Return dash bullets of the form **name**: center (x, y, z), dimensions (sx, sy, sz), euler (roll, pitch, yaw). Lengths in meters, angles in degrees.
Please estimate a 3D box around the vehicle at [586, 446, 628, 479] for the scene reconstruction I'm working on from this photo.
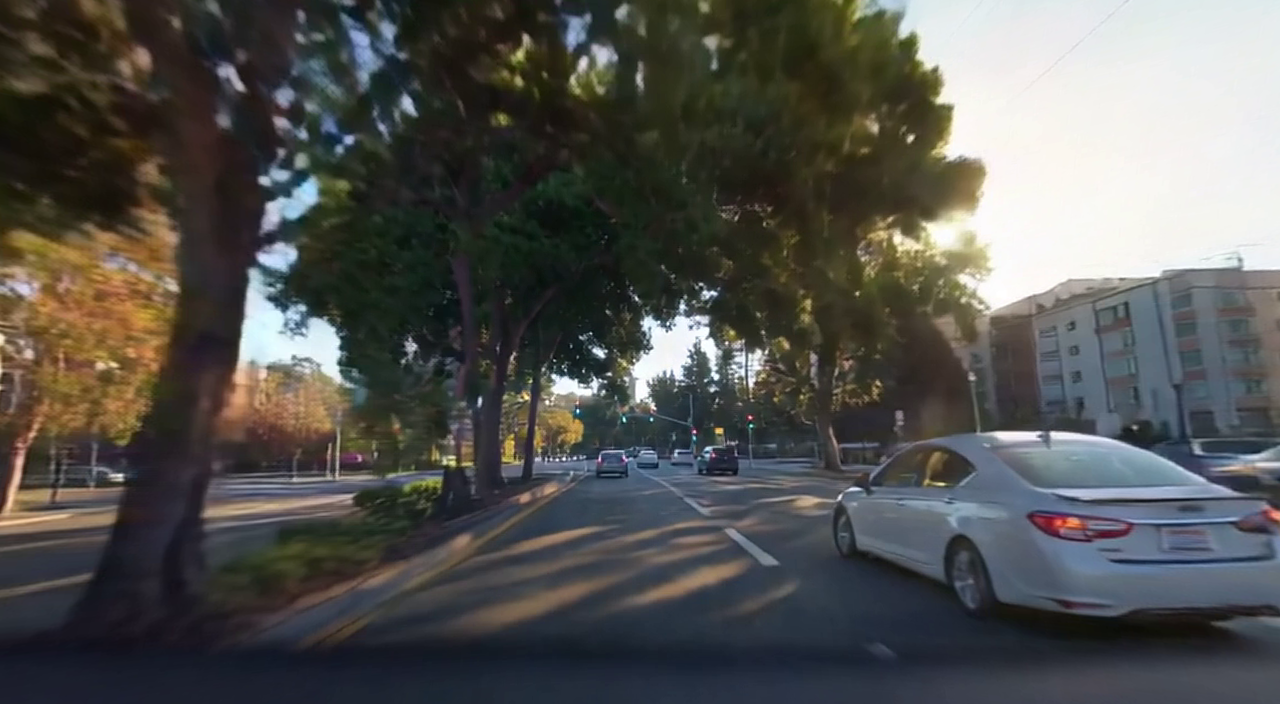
- **vehicle**: center (-1.798, 5.859, 33.676), dimensions (2.101, 1.641, 4.341), euler (0, -9, -4)

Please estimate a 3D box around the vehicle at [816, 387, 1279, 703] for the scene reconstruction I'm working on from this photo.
- **vehicle**: center (3.288, 1.387, 5.742), dimensions (1.893, 1.664, 4.670), euler (0, -9, -2)

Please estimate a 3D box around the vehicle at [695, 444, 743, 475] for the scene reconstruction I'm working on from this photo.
- **vehicle**: center (5.131, 7.080, 41.801), dimensions (2.052, 1.886, 5.297), euler (0, -9, -5)
